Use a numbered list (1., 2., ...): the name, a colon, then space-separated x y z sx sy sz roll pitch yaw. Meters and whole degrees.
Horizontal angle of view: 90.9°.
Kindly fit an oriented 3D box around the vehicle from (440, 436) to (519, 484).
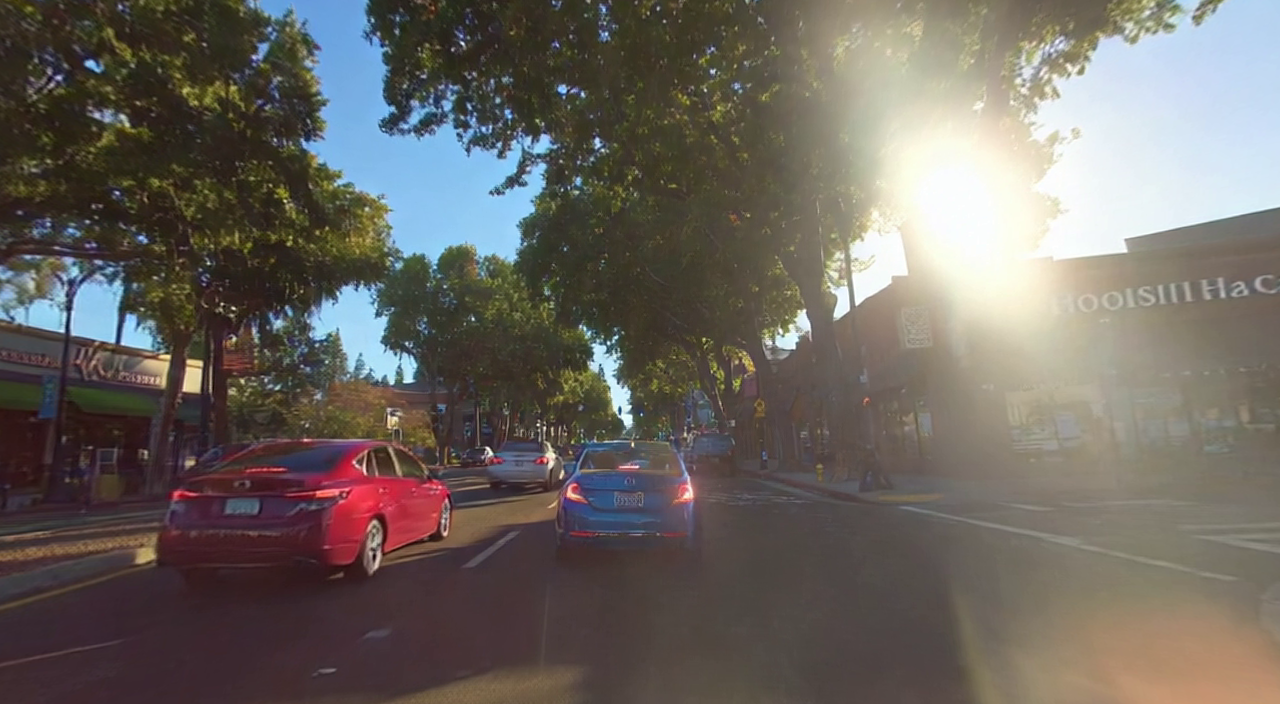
1. vehicle: -6.206 4.231 24.986 2.095 1.682 4.371 0 -9 -2

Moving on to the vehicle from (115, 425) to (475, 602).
1. vehicle: -3.449 1.670 7.388 1.905 1.473 4.016 0 -9 1

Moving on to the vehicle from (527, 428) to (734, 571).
1. vehicle: -0.105 1.850 8.671 2.160 1.482 4.037 0 -9 0
